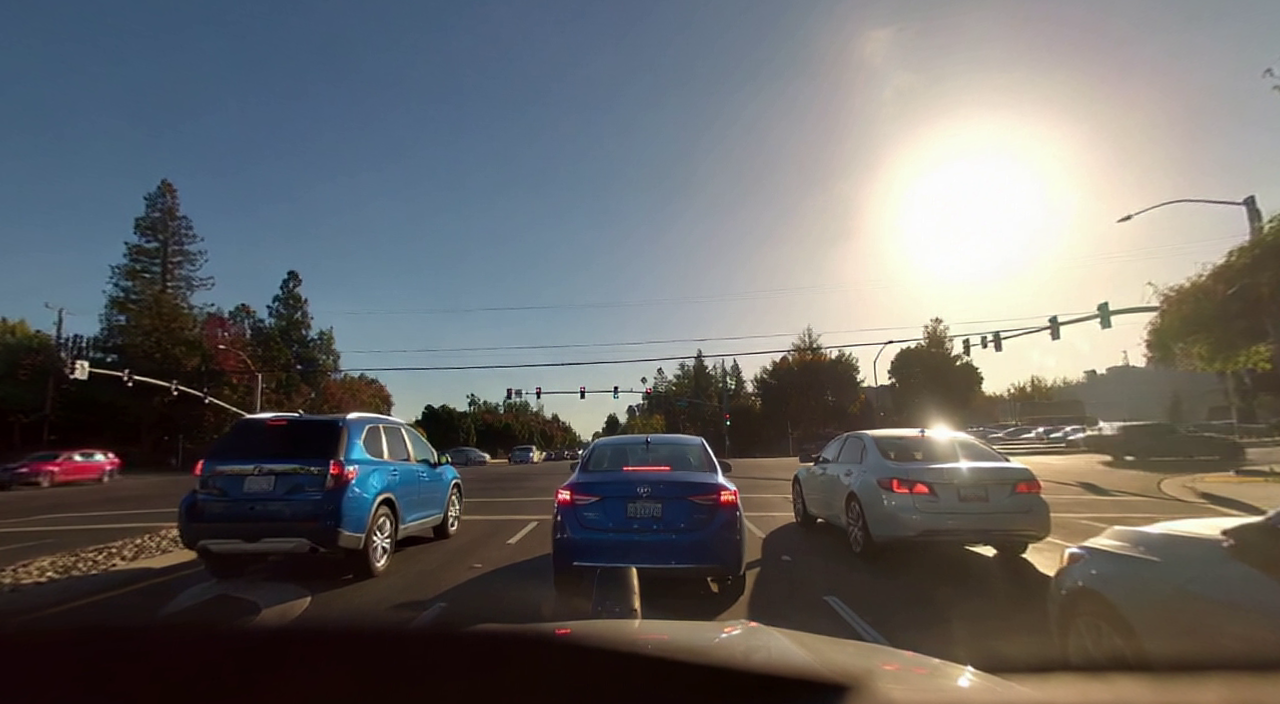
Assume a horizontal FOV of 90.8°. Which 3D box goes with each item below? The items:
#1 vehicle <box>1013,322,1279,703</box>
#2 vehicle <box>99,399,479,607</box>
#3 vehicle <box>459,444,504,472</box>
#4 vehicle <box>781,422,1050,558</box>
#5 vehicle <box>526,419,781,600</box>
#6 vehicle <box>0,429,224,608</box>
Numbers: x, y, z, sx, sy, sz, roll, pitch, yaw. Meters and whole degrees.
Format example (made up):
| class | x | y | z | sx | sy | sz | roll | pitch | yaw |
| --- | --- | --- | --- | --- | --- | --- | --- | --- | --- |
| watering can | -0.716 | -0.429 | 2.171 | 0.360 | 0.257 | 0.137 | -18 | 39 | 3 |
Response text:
| class | x | y | z | sx | sy | sz | roll | pitch | yaw |
| --- | --- | --- | --- | --- | --- | --- | --- | --- | --- |
| vehicle | 3.267 | 0.642 | 1.428 | 2.178 | 1.691 | 4.314 | 0 | -9 | 0 |
| vehicle | -3.418 | 1.553 | 7.353 | 1.958 | 1.693 | 4.242 | 0 | -9 | 0 |
| vehicle | -10.905 | 7.179 | 43.164 | 2.447 | 1.755 | 5.141 | 3 | -9 | -20 |
| vehicle | 3.542 | 1.854 | 9.231 | 1.874 | 1.487 | 4.404 | 0 | -9 | -1 |
| vehicle | 0.056 | 1.619 | 7.360 | 2.114 | 1.482 | 4.056 | 0 | -9 | -2 |
| vehicle | -6.344 | 1.498 | 5.923 | 1.857 | 1.499 | 4.335 | 0 | -9 | 1 |
